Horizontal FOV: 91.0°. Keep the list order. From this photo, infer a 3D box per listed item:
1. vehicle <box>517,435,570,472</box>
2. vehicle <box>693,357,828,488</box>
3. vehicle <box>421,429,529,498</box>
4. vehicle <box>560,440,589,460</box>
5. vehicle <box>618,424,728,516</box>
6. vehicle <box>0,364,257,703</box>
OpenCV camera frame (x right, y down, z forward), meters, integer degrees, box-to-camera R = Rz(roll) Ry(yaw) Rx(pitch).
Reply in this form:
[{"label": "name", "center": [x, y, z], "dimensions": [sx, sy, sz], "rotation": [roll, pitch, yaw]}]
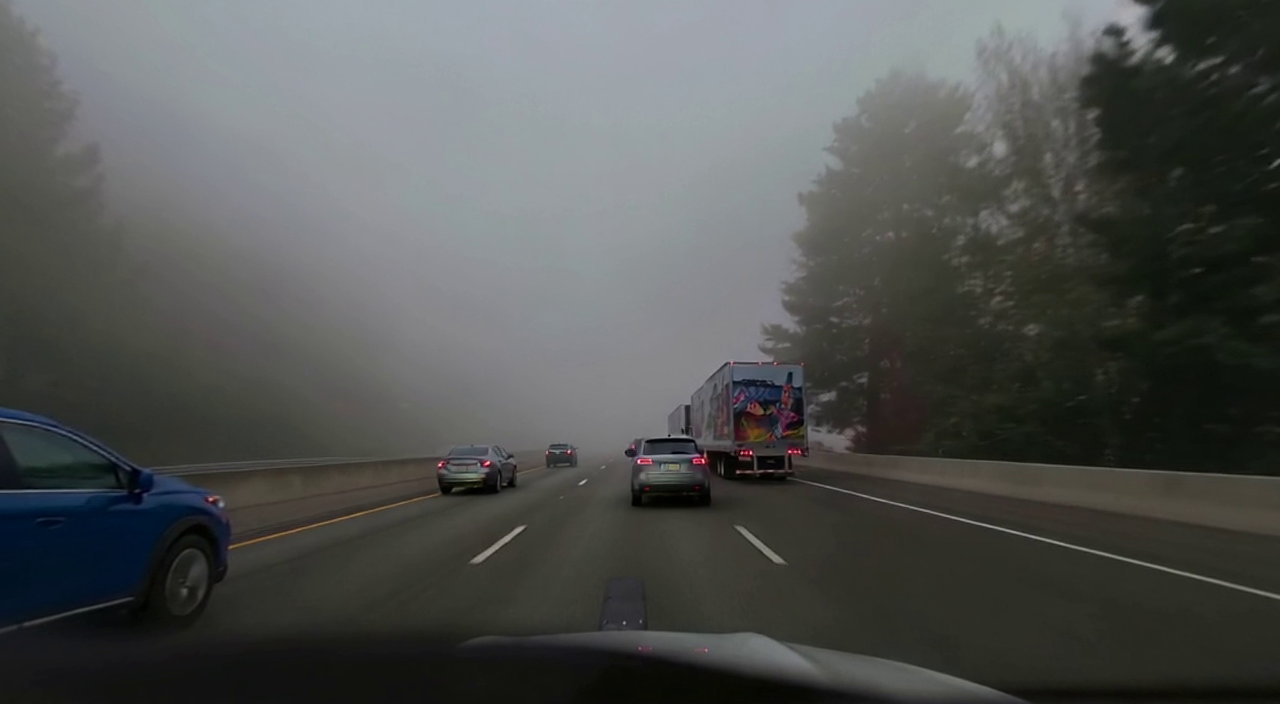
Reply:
[{"label": "vehicle", "center": [-4.708, 5.012, 31.279], "dimensions": [2.014, 1.683, 4.275], "rotation": [0, -8, 0]}, {"label": "vehicle", "center": [4.343, 3.203, 26.821], "dimensions": [2.828, 4.081, 14.220], "rotation": [0, -8, -1]}, {"label": "vehicle", "center": [-4.315, 2.968, 17.115], "dimensions": [1.905, 1.642, 3.803], "rotation": [0, -8, 0]}, {"label": "vehicle", "center": [-5.119, 7.696, 49.633], "dimensions": [1.950, 1.535, 4.237], "rotation": [0, -8, -1]}, {"label": "vehicle", "center": [0.597, 2.418, 13.376], "dimensions": [2.017, 1.662, 3.543], "rotation": [0, -8, 0]}, {"label": "vehicle", "center": [-4.059, 0.859, 2.732], "dimensions": [1.983, 1.666, 4.452], "rotation": [0, -8, 0]}]
